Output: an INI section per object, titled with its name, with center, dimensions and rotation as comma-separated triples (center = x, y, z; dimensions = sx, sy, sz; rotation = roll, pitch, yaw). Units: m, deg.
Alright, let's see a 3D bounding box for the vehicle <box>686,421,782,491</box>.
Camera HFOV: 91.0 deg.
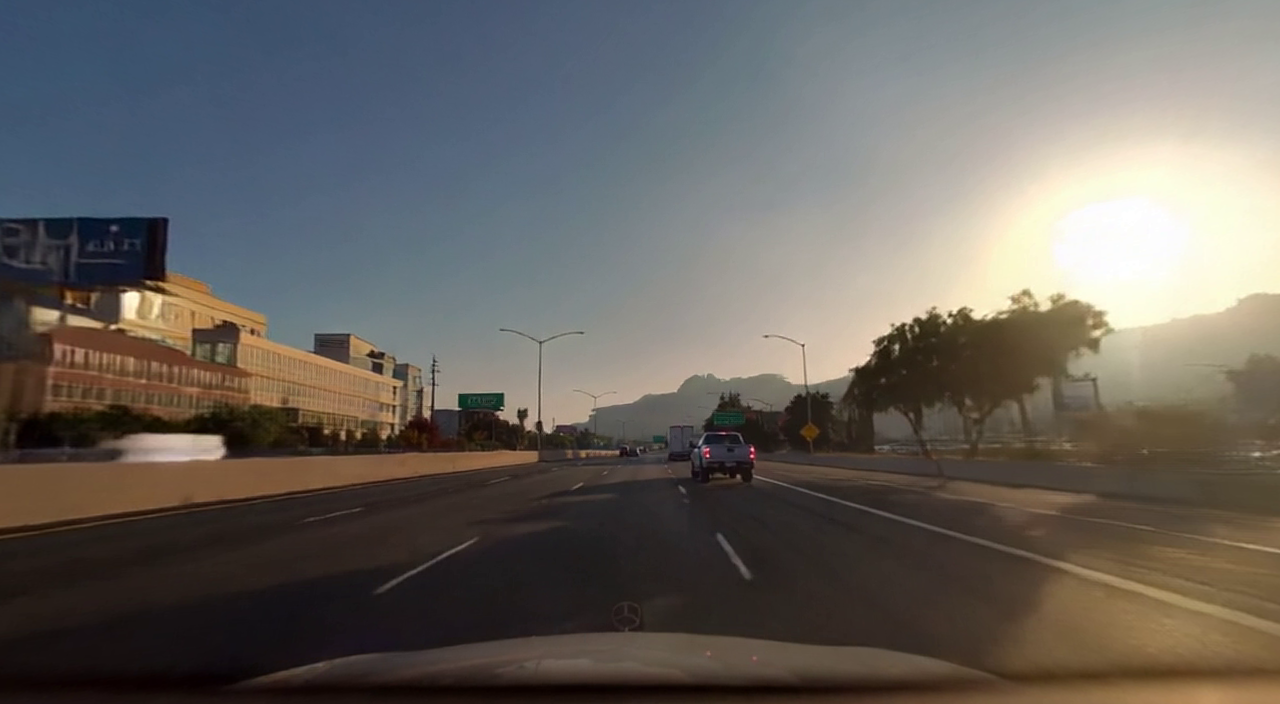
[vehicle]
center = 3.201, 3.783, 23.090
dimensions = 2.740, 2.157, 6.300
rotation = -1, -9, 2
